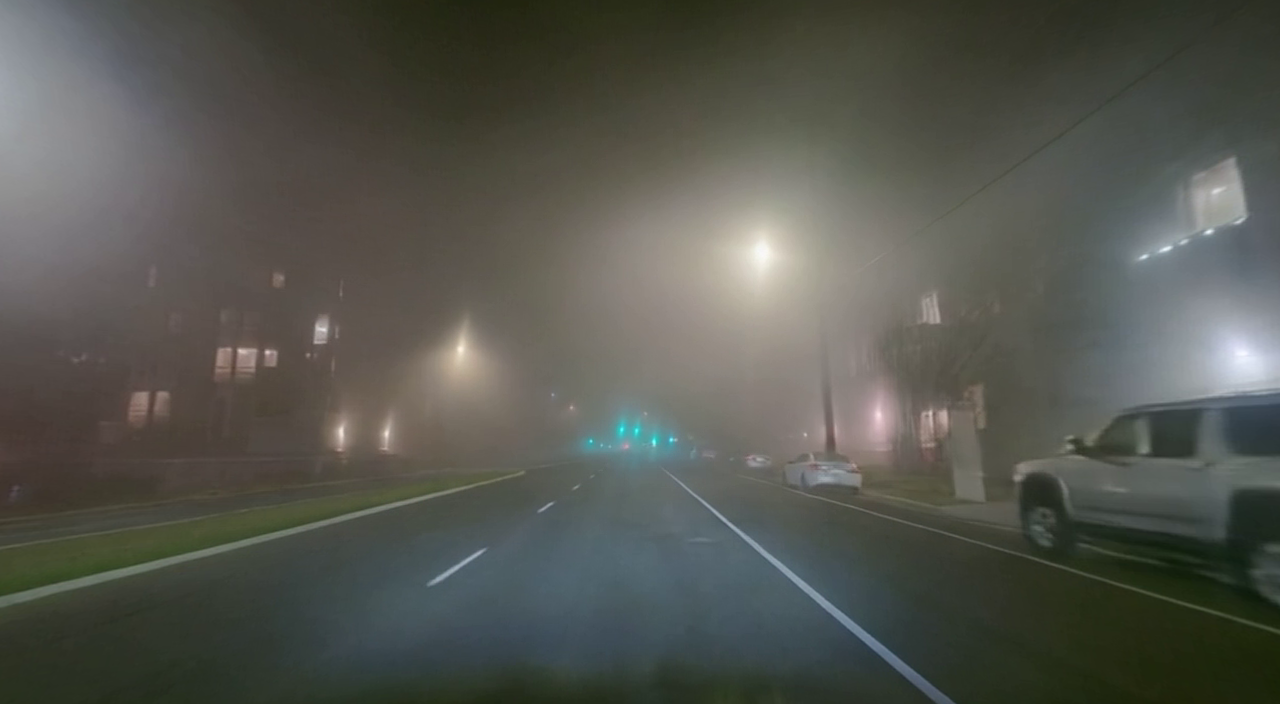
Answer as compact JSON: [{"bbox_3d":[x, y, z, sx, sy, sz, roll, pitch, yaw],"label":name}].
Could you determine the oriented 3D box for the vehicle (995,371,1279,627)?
[{"bbox_3d":[6.354,1.358,6.269,2.267,2.037,6.240,-1,-9,3],"label":"vehicle"}]

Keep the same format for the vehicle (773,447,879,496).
[{"bbox_3d":[6.114,3.967,21.495,2.013,1.408,5.011,0,-9,-1],"label":"vehicle"}]

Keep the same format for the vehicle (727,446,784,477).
[{"bbox_3d":[6.047,5.753,33.605,1.944,1.478,4.885,0,-9,-2],"label":"vehicle"}]
